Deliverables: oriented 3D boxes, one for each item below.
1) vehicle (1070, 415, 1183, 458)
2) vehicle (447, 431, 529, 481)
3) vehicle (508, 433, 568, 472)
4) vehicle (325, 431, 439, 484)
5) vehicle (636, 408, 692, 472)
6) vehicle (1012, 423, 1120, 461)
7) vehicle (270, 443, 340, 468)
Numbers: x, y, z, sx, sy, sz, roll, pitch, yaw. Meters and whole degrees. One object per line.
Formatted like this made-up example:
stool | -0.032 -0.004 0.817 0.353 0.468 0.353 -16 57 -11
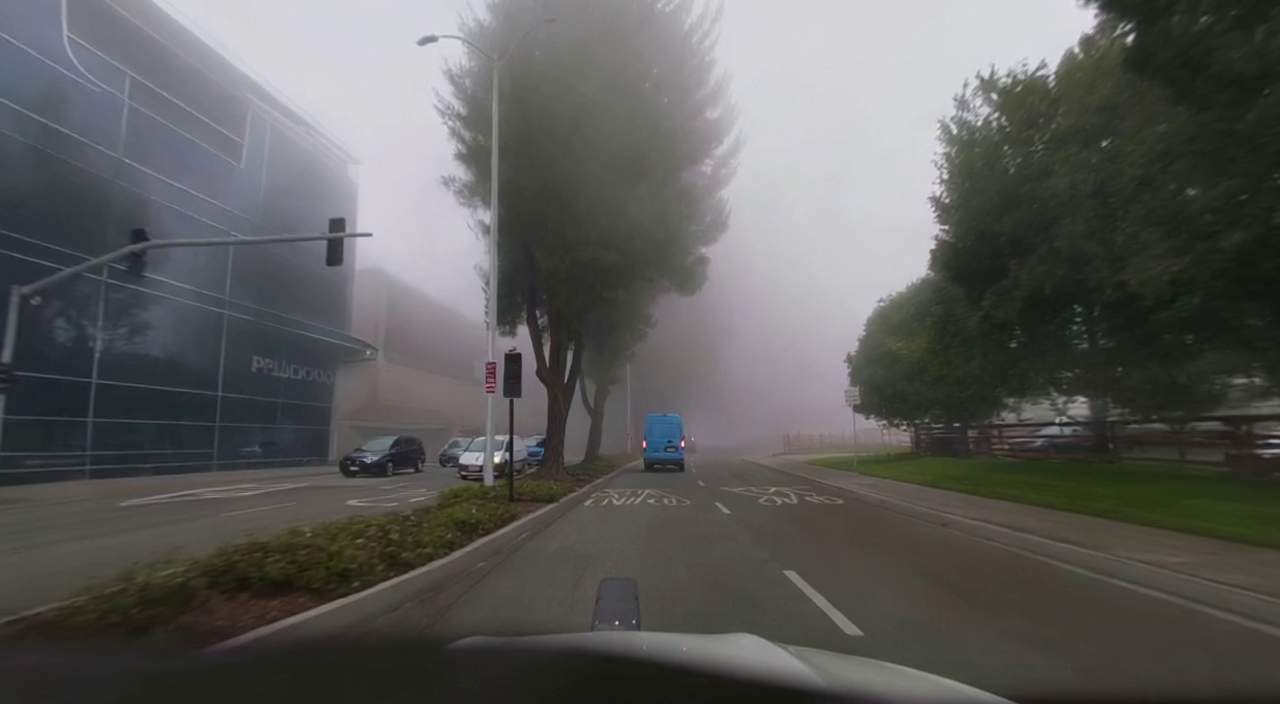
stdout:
vehicle | 19.813 3.541 25.879 1.776 1.463 3.803 -4 -11 5
vehicle | -5.279 3.698 22.386 1.893 1.587 3.595 -1 -9 2
vehicle | -4.749 4.788 30.048 1.935 1.633 4.247 -2 -9 3
vehicle | -8.784 3.654 21.935 1.891 1.575 4.559 -2 -9 3
vehicle | 1.266 4.257 30.601 2.435 2.816 5.232 -1 -8 5
vehicle | 17.348 3.715 25.899 1.759 1.433 3.862 -1 -8 2
vehicle | -20.651 6.319 38.734 4.373 1.385 1.827 -5 -9 33
